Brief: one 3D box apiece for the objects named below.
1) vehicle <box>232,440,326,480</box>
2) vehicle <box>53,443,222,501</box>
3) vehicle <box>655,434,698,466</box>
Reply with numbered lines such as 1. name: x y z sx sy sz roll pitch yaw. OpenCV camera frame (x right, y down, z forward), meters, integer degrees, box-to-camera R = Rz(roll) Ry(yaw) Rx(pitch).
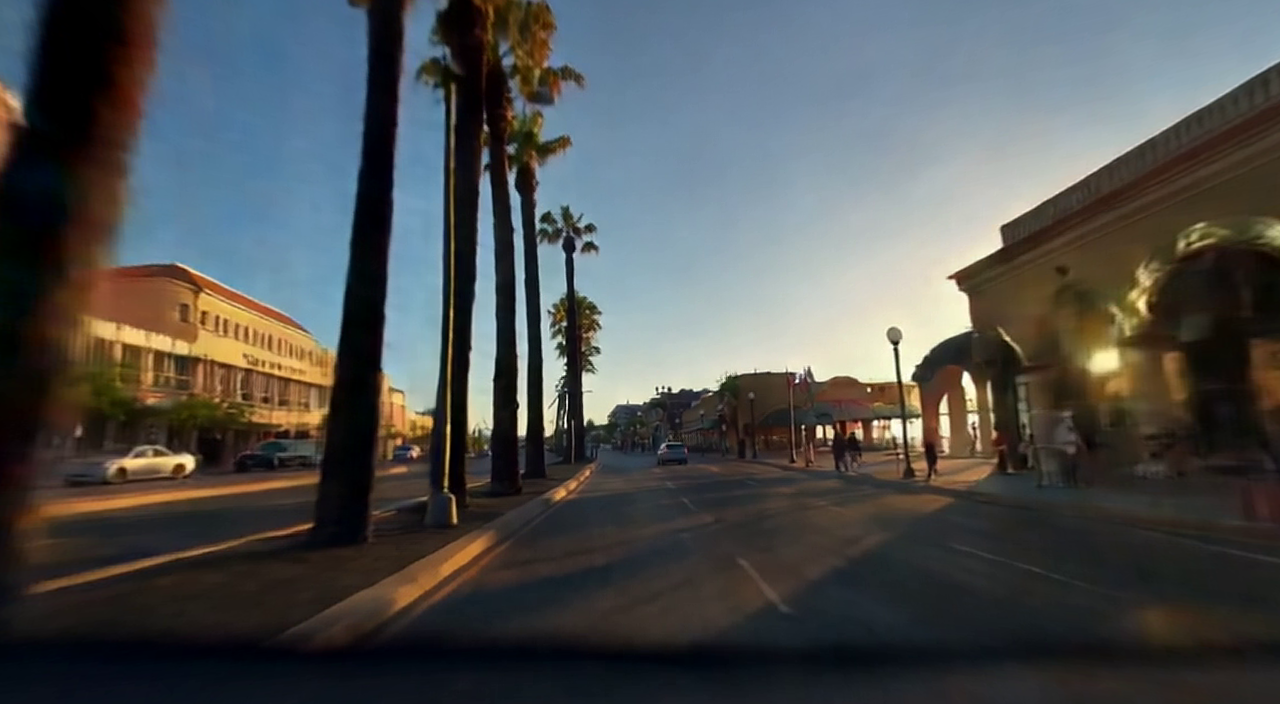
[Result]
1. vehicle: -18.460 5.523 32.604 2.136 1.890 4.670 0 -9 -1
2. vehicle: -18.119 4.308 23.233 2.049 1.878 5.125 0 -9 -2
3. vehicle: 2.358 6.603 42.617 2.284 2.010 6.670 0 -9 -2
